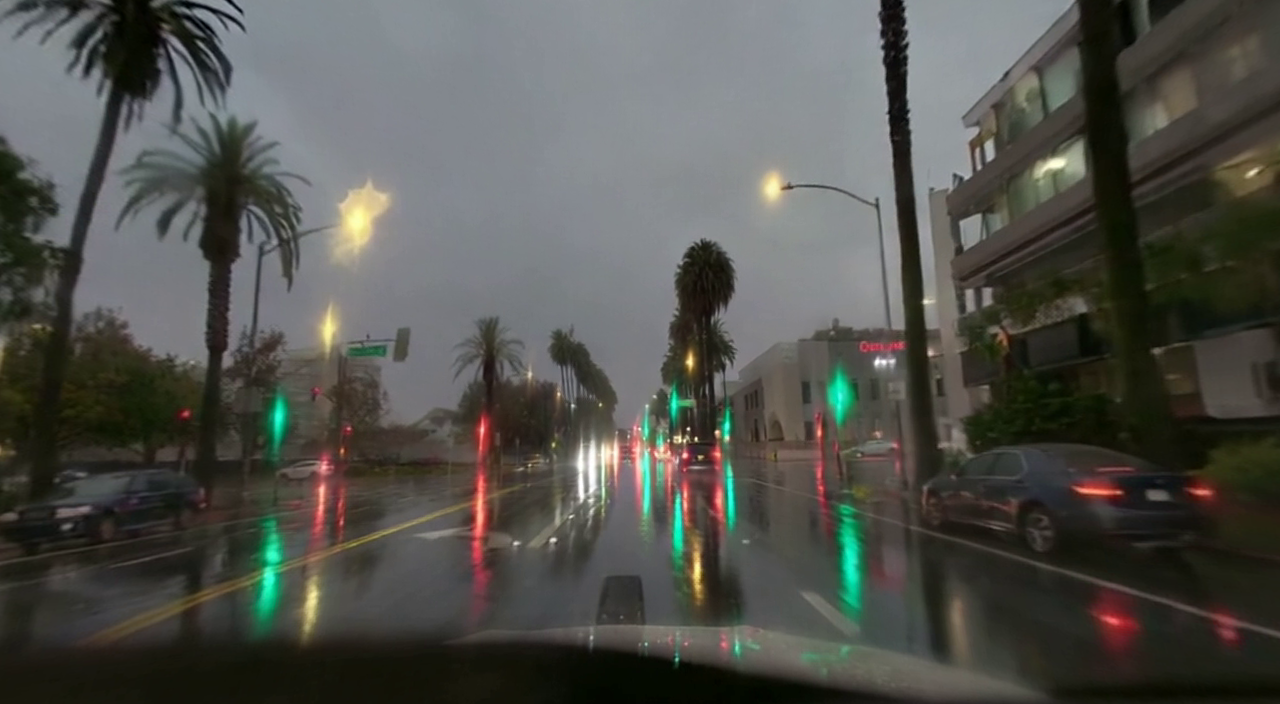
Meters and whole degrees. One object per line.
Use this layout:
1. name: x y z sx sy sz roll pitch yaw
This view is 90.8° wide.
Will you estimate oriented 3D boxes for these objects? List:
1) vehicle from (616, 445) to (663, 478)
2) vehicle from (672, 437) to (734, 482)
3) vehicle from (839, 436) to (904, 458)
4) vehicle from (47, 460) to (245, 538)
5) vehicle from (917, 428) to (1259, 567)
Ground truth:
1. vehicle: -0.050 5.194 30.191 2.088 1.452 3.993 0 -8 -1
2. vehicle: 2.529 4.467 26.470 2.003 1.702 4.288 0 -9 -2
3. vehicle: 18.097 7.433 49.443 4.277 1.665 2.006 0 -9 -1
4. vehicle: -12.744 3.826 16.735 1.949 1.682 4.094 -3 -12 -1
5. vehicle: 6.346 2.071 9.788 2.157 1.640 4.228 0 -9 0
